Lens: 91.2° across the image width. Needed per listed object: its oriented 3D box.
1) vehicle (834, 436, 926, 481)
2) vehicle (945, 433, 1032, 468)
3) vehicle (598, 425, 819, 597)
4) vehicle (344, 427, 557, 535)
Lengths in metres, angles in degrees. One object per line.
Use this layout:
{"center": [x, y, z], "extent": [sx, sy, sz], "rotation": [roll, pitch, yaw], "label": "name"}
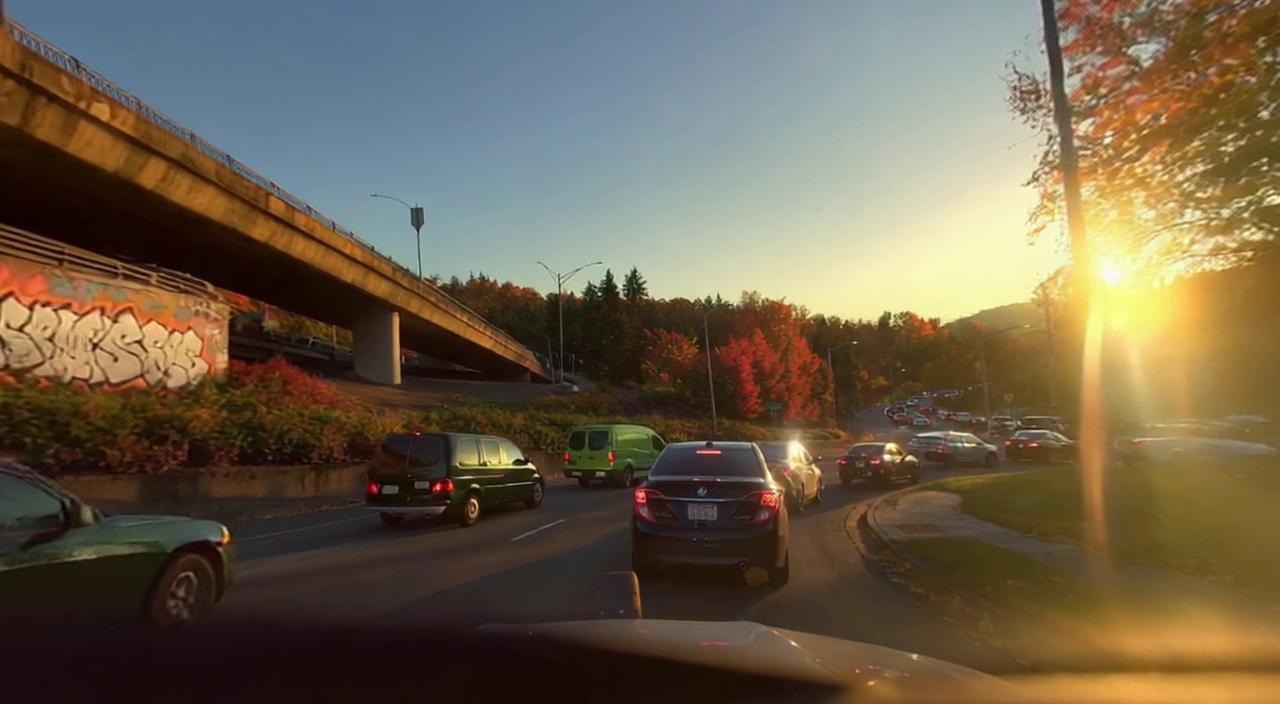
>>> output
{"center": [8.763, 3.825, 22.707], "extent": [1.780, 1.446, 3.902], "rotation": [-8, -12, 41], "label": "vehicle"}
{"center": [15.857, 4.449, 28.448], "extent": [3.934, 1.485, 1.763], "rotation": [6, -11, -34], "label": "vehicle"}
{"center": [1.088, 1.749, 7.730], "extent": [2.064, 1.515, 3.722], "rotation": [-3, -9, 16], "label": "vehicle"}
{"center": [-3.123, 2.224, 11.372], "extent": [1.921, 1.554, 4.081], "rotation": [-2, -9, 12], "label": "vehicle"}
